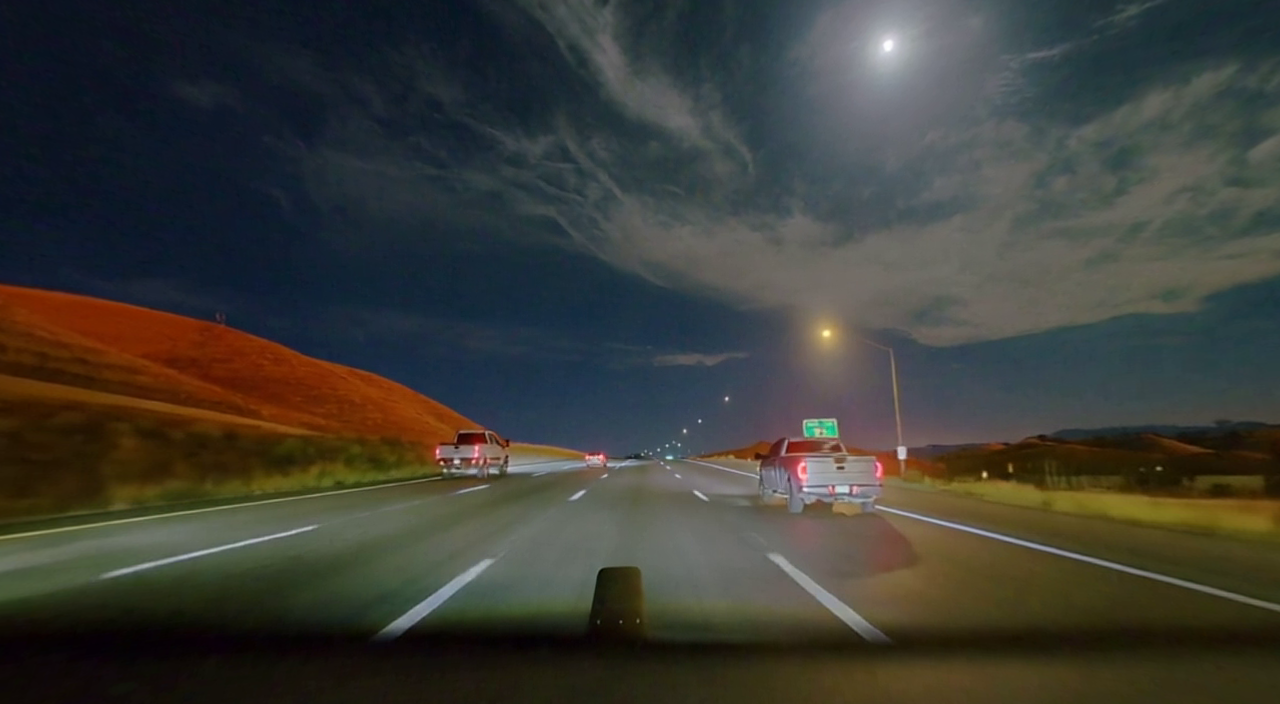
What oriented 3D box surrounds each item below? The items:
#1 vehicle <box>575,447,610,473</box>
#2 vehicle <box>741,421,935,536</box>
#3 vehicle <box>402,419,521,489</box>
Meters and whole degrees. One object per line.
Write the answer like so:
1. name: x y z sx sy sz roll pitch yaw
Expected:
1. vehicle: -3.114 7.196 42.214 2.009 1.593 4.378 0 -9 0
2. vehicle: 3.494 2.356 12.296 2.231 1.789 4.700 0 -9 0
3. vehicle: -7.097 4.216 26.232 2.937 2.509 7.090 0 -9 -1
